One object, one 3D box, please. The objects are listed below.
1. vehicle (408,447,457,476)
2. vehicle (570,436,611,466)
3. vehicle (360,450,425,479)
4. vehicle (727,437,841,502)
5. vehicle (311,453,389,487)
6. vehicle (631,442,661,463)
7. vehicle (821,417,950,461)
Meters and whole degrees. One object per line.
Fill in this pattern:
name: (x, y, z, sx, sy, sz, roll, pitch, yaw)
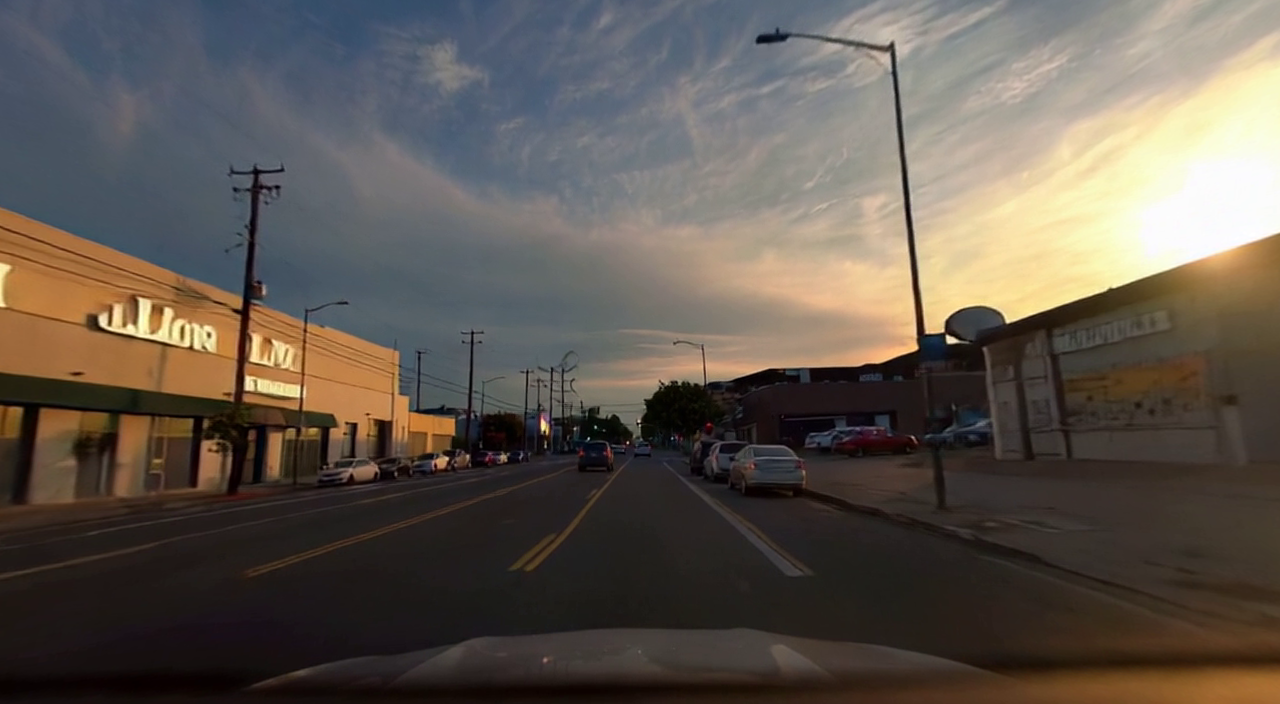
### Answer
vehicle: (-15.141, 7.992, 46.434, 2.020, 1.695, 4.629, -8, -7, -2)
vehicle: (-3.269, 6.659, 42.710, 2.348, 1.831, 4.737, 0, -8, 0)
vehicle: (-15.331, 6.981, 39.413, 2.076, 1.518, 4.981, -2, -8, 0)
vehicle: (3.840, 3.224, 17.873, 2.042, 1.487, 5.033, 2, -8, 0)
vehicle: (-15.309, 6.222, 33.634, 1.883, 1.493, 4.880, -2, -8, 0)
vehicle: (0.446, 7.411, 46.805, 2.099, 1.470, 4.270, 0, -8, 0)
vehicle: (12.687, 4.514, 32.947, 5.603, 1.659, 2.393, -5, -7, -3)
